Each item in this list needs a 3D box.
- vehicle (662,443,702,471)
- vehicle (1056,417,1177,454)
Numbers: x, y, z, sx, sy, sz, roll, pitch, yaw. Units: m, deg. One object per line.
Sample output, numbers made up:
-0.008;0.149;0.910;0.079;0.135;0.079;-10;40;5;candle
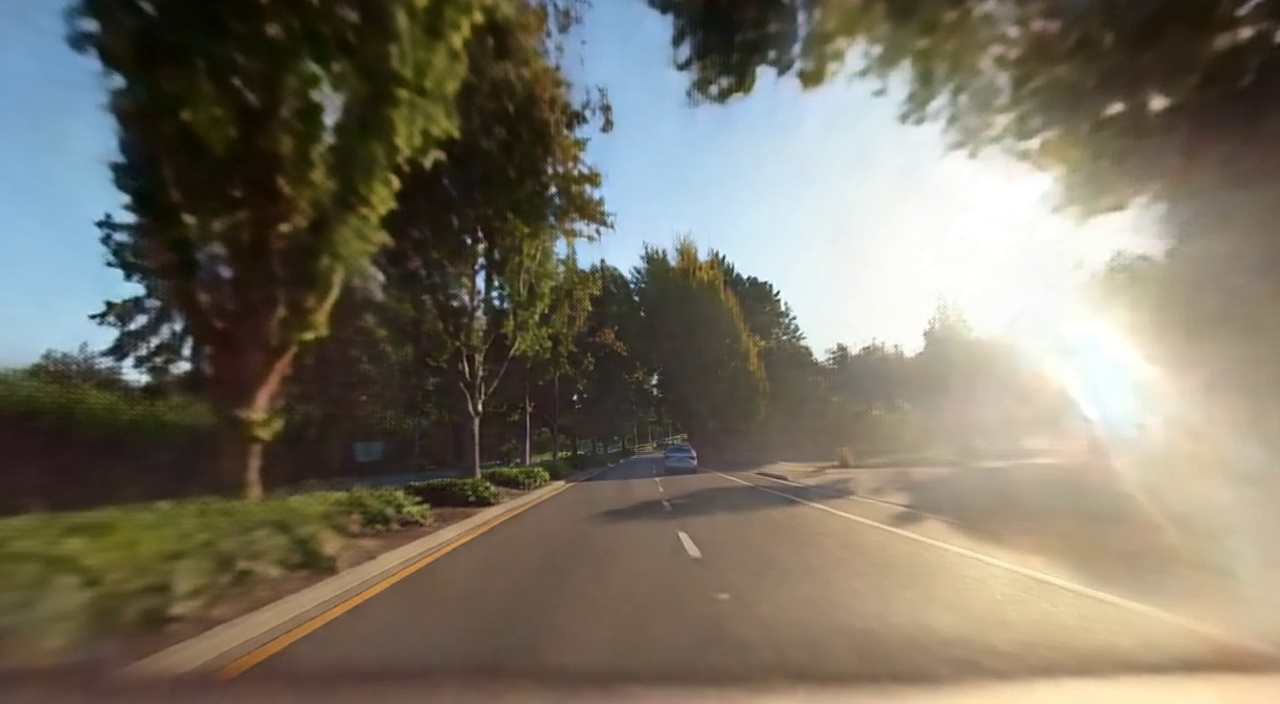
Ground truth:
2.431;6.183;37.372;2.044;1.537;4.528;0;-8;0;vehicle
28.180;4.973;37.349;5.465;2.116;2.004;0;-8;0;vehicle
